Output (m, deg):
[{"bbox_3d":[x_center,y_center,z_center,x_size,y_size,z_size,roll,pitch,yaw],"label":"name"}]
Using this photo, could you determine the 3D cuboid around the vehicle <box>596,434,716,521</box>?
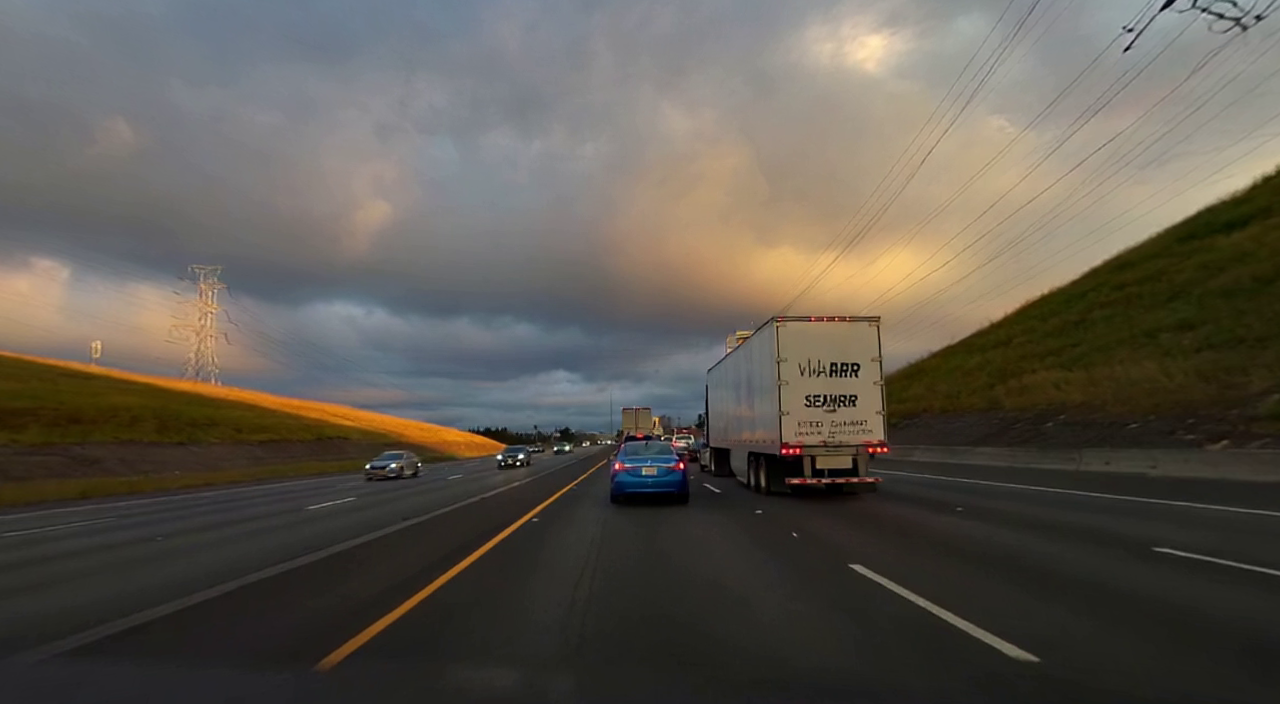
[{"bbox_3d":[0.255,2.397,12.579,2.045,1.446,3.597,-1,-8,-1],"label":"vehicle"}]

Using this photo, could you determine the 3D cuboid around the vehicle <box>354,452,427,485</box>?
[{"bbox_3d":[-12.347,5.765,31.452,1.918,1.457,4.106,-1,-8,1],"label":"vehicle"}]

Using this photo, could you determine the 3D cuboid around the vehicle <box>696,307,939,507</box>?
[{"bbox_3d":[4.238,2.085,20.004,3.138,4.065,14.276,0,-8,-2],"label":"vehicle"}]

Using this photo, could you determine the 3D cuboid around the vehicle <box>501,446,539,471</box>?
[{"bbox_3d":[-8.359,7.391,44.001,1.926,1.606,3.853,-1,-8,0],"label":"vehicle"}]

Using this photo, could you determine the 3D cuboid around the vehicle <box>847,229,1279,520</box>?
[{"bbox_3d":[8.658,1.128,15.084,2.845,4.146,12.401,0,-8,-2],"label":"vehicle"}]
